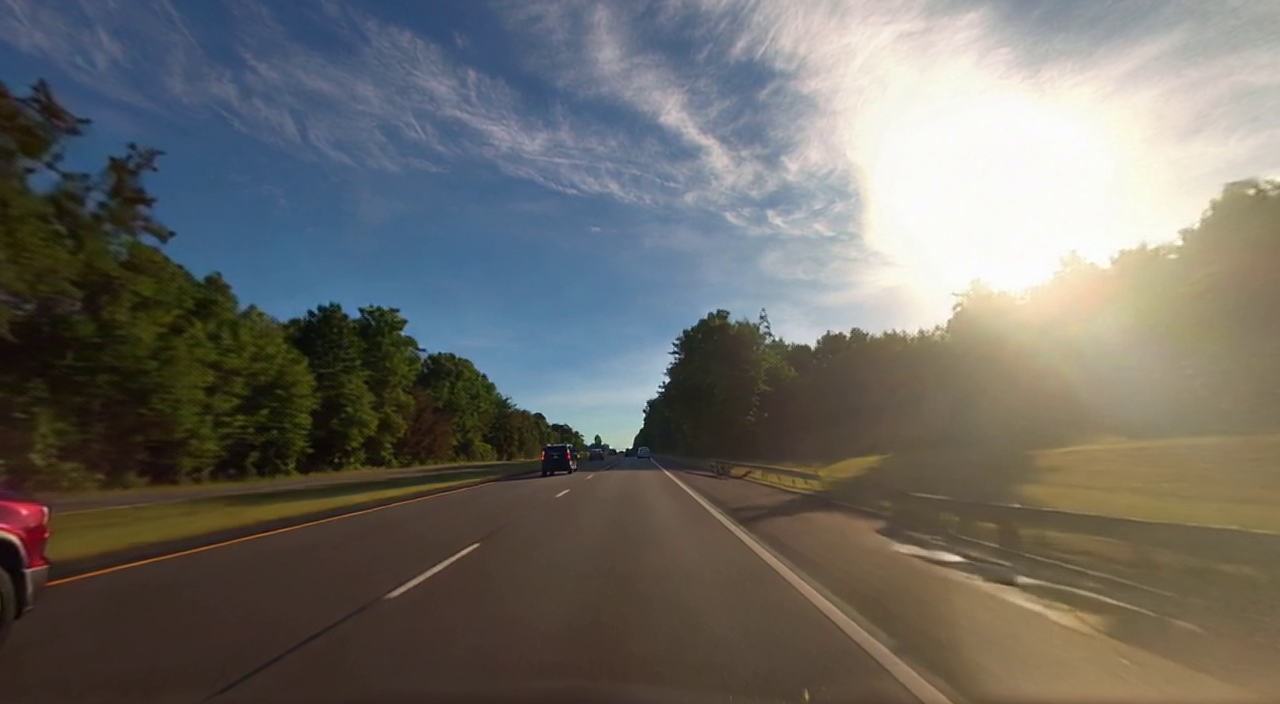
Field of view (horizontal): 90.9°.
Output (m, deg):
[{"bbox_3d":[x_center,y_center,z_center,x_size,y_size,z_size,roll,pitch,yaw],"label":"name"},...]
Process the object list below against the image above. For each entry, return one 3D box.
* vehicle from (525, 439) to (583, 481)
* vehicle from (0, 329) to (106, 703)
[{"bbox_3d":[-3.931,5.024,29.575,2.056,1.811,4.202,0,-9,1],"label":"vehicle"},{"bbox_3d":[-4.408,0.584,1.487,2.102,1.941,4.703,0,-9,0],"label":"vehicle"}]
